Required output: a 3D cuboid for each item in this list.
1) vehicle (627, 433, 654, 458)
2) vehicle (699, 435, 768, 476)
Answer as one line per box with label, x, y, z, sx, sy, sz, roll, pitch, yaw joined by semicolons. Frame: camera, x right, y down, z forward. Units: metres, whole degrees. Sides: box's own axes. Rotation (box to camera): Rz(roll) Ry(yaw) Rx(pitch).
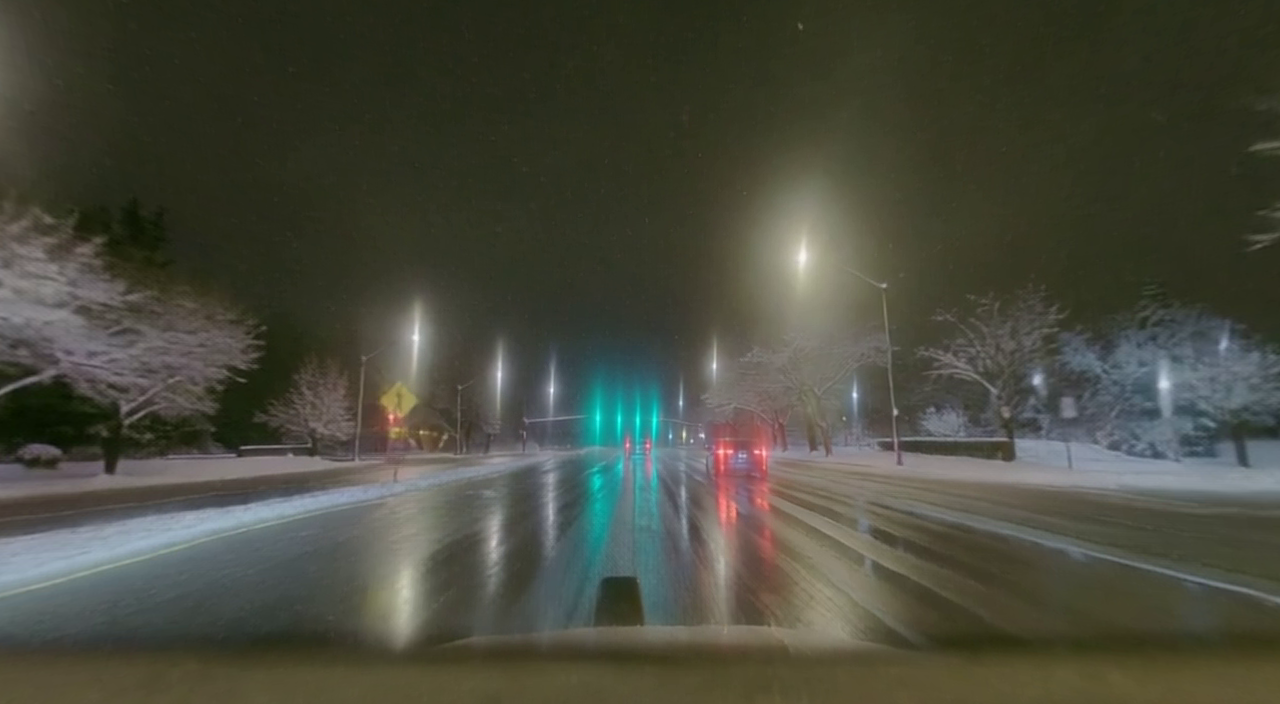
vehicle;0.030;7.086;47.989;1.988;1.800;4.322;0;-8;0
vehicle;3.645;4.126;25.512;1.948;1.479;4.620;0;-8;-2
